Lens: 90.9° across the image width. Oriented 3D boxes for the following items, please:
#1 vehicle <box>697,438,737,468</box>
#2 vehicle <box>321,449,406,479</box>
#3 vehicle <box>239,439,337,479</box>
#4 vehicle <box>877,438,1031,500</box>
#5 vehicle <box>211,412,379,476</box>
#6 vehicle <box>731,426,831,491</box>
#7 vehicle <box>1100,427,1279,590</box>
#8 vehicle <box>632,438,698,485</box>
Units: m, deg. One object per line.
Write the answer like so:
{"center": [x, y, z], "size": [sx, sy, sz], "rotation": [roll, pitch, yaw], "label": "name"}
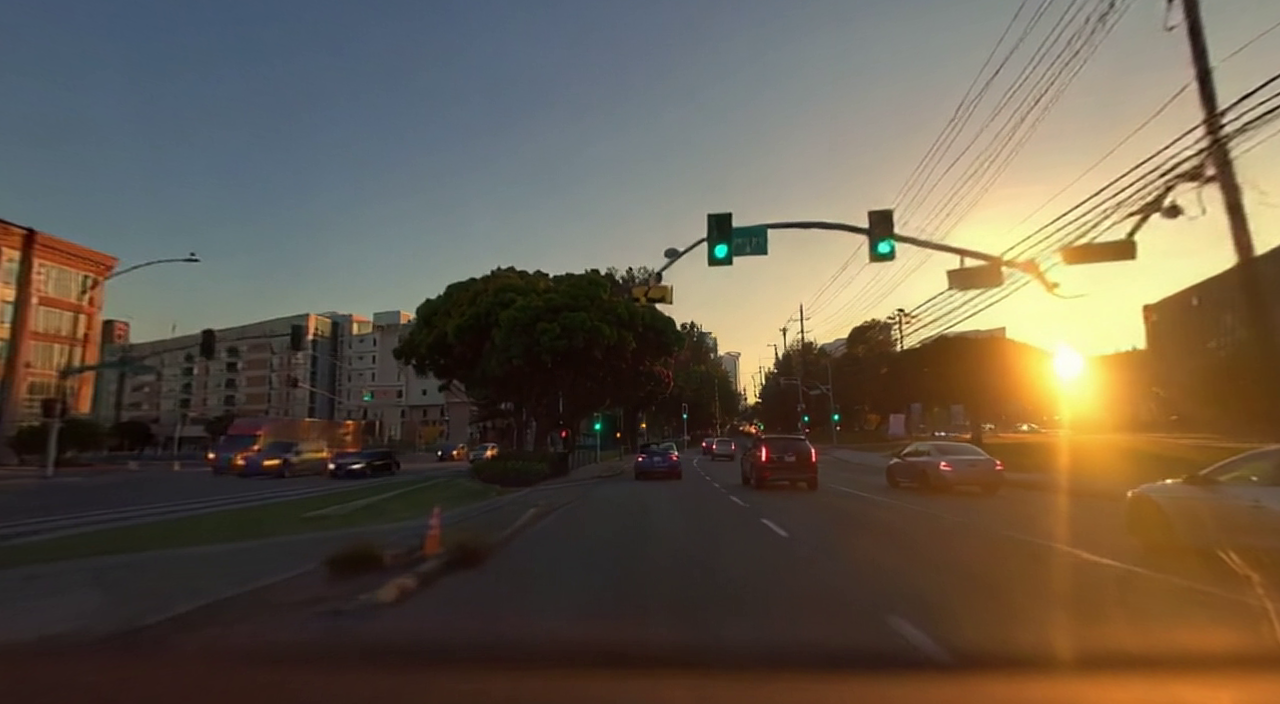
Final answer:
{"center": [4.487, 5.977, 37.445], "size": [1.896, 1.612, 4.203], "rotation": [0, -8, 1], "label": "vehicle"}
{"center": [-13.465, 5.472, 31.047], "size": [1.926, 1.303, 4.686], "rotation": [0, -8, 2], "label": "vehicle"}
{"center": [-16.900, 5.143, 30.574], "size": [2.052, 1.770, 4.545], "rotation": [0, -8, 0], "label": "vehicle"}
{"center": [8.375, 3.134, 17.376], "size": [1.882, 1.463, 4.543], "rotation": [0, -8, 0], "label": "vehicle"}
{"center": [-20.798, 5.801, 39.638], "size": [3.354, 3.314, 12.985], "rotation": [0, -8, 0], "label": "vehicle"}
{"center": [4.333, 3.376, 20.291], "size": [2.119, 1.810, 4.848], "rotation": [0, -8, 0], "label": "vehicle"}
{"center": [6.779, 1.415, 5.687], "size": [1.866, 1.471, 4.478], "rotation": [0, -8, 0], "label": "vehicle"}
{"center": [0.900, 3.942, 22.996], "size": [2.168, 1.527, 4.174], "rotation": [0, -8, 2], "label": "vehicle"}
